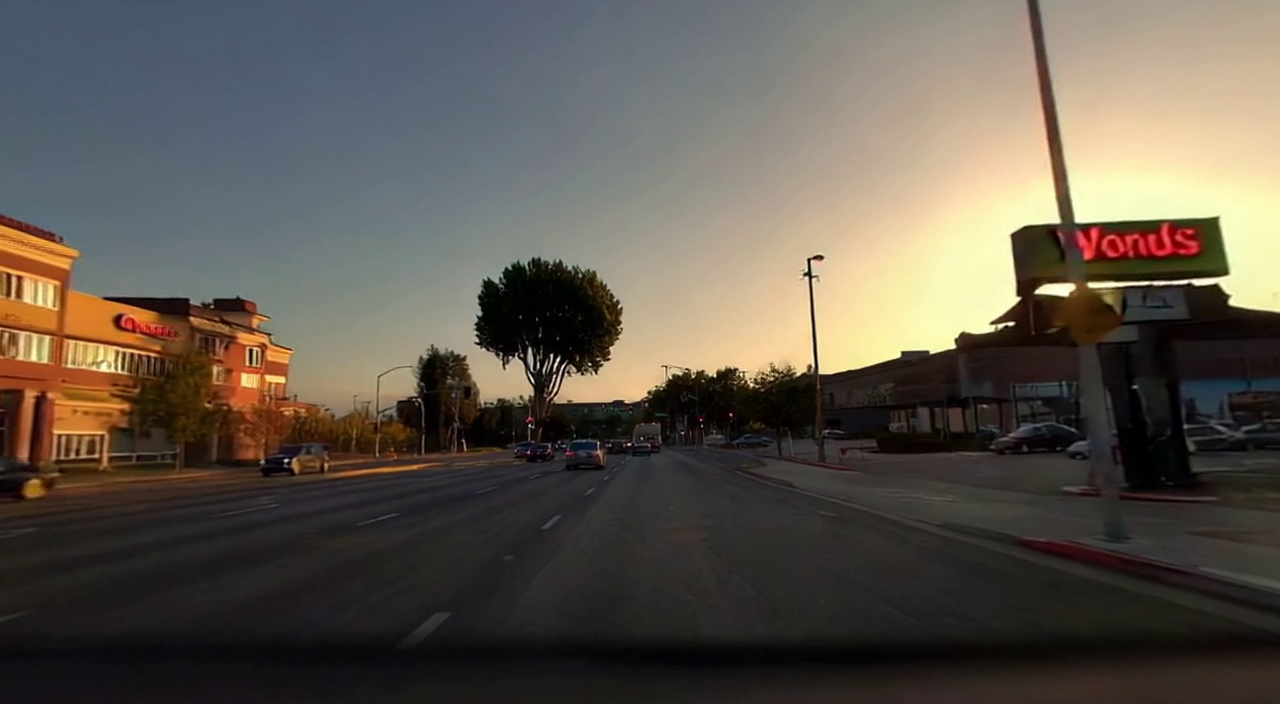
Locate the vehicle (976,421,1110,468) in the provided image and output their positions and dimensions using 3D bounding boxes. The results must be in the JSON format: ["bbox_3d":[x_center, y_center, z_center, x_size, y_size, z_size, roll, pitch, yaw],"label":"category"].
[{"bbox_3d":[14.793,3.449,23.665,2.036,1.520,5.417,-1,-8,7],"label":"vehicle"}]

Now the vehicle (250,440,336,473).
[{"bbox_3d":[-21.076,6.364,38.676,2.211,1.813,4.818,-1,-9,4],"label":"vehicle"}]

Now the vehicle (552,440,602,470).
[{"bbox_3d":[-3.229,5.435,33.518,2.179,1.490,4.742,0,-9,0],"label":"vehicle"}]
